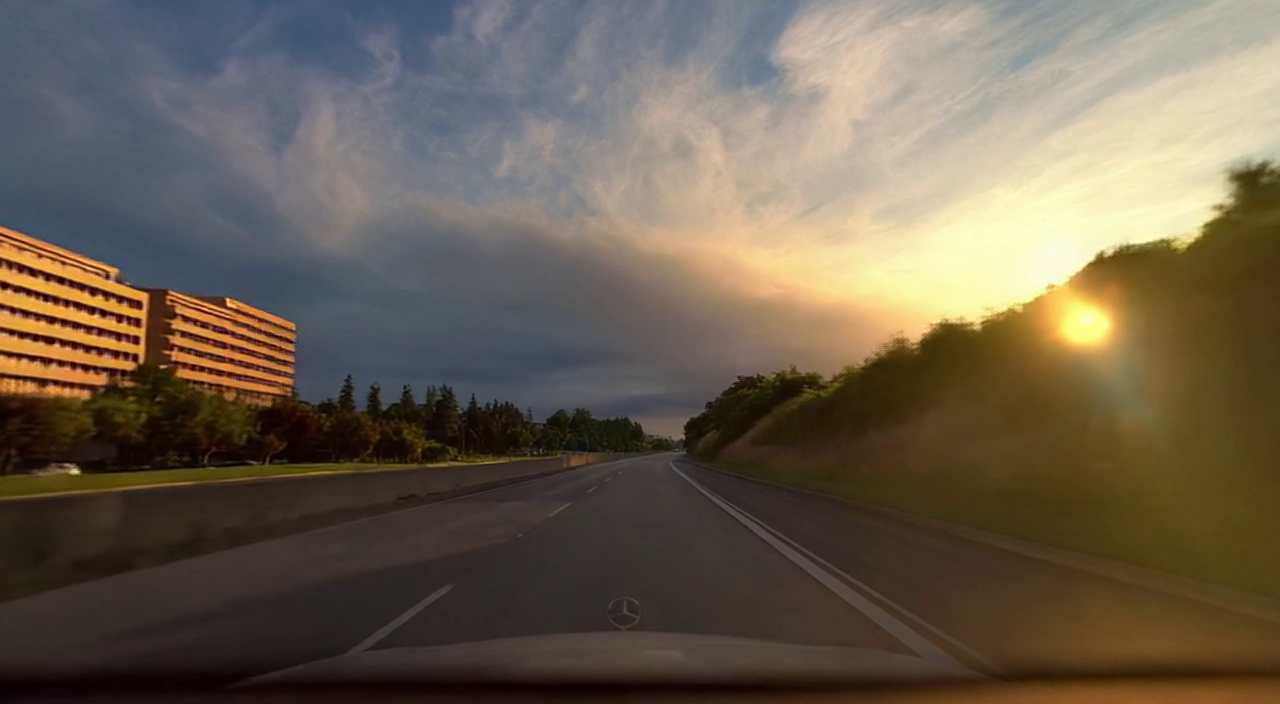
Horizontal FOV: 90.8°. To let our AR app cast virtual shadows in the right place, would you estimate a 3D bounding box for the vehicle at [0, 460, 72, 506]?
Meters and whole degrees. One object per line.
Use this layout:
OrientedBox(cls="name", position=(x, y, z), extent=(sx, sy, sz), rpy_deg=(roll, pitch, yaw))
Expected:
OrientedBox(cls="vehicle", position=(-38.422, 8.164, 39.218), extent=(4.249, 2.452, 2.227), rpy_deg=(-6, -12, 8))
